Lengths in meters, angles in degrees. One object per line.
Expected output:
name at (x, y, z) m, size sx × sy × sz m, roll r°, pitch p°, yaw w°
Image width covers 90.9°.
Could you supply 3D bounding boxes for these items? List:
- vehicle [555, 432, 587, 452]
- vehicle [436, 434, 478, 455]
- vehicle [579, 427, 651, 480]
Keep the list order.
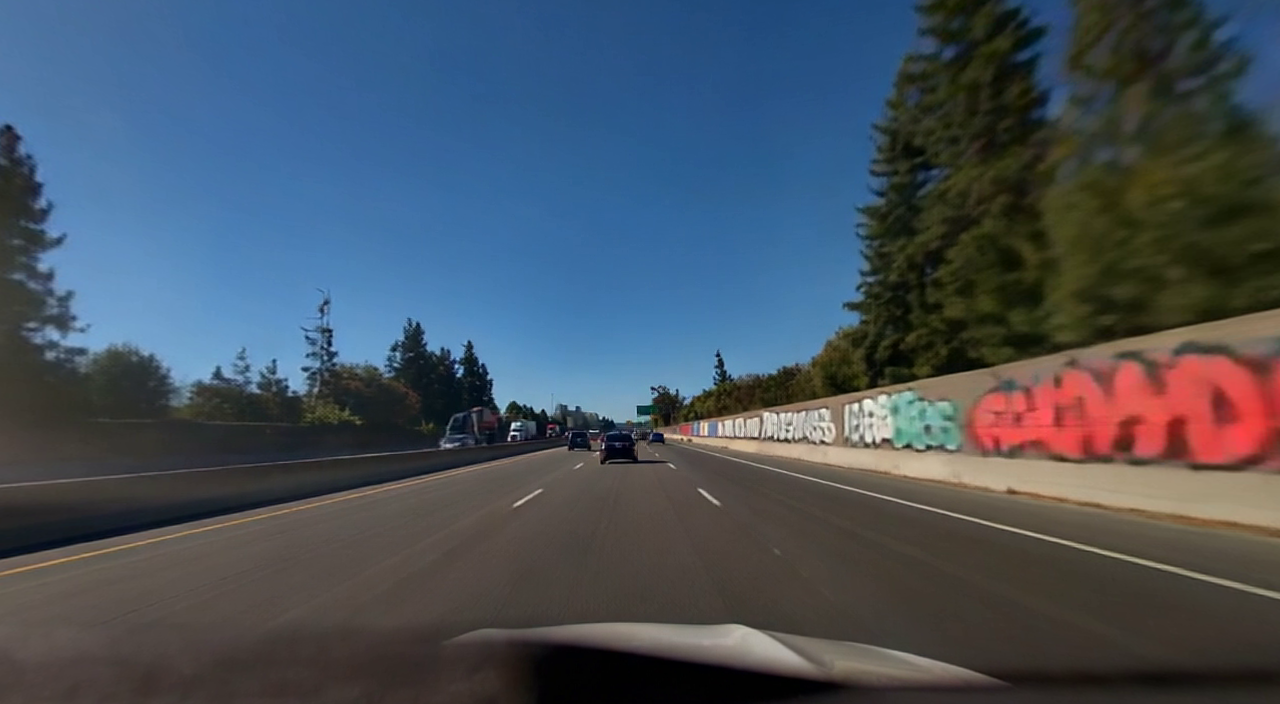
vehicle at (-5.188, 6.831, 47.969) m, size 2.022 × 1.440 × 4.491 m, roll 0°, pitch -8°, yaw -1°
vehicle at (-13.098, 6.638, 45.336) m, size 1.845 × 1.450 × 4.126 m, roll 0°, pitch -8°, yaw -1°
vehicle at (-0.739, 3.137, 19.784) m, size 2.044 × 1.477 × 3.693 m, roll 0°, pitch -8°, yaw -1°
